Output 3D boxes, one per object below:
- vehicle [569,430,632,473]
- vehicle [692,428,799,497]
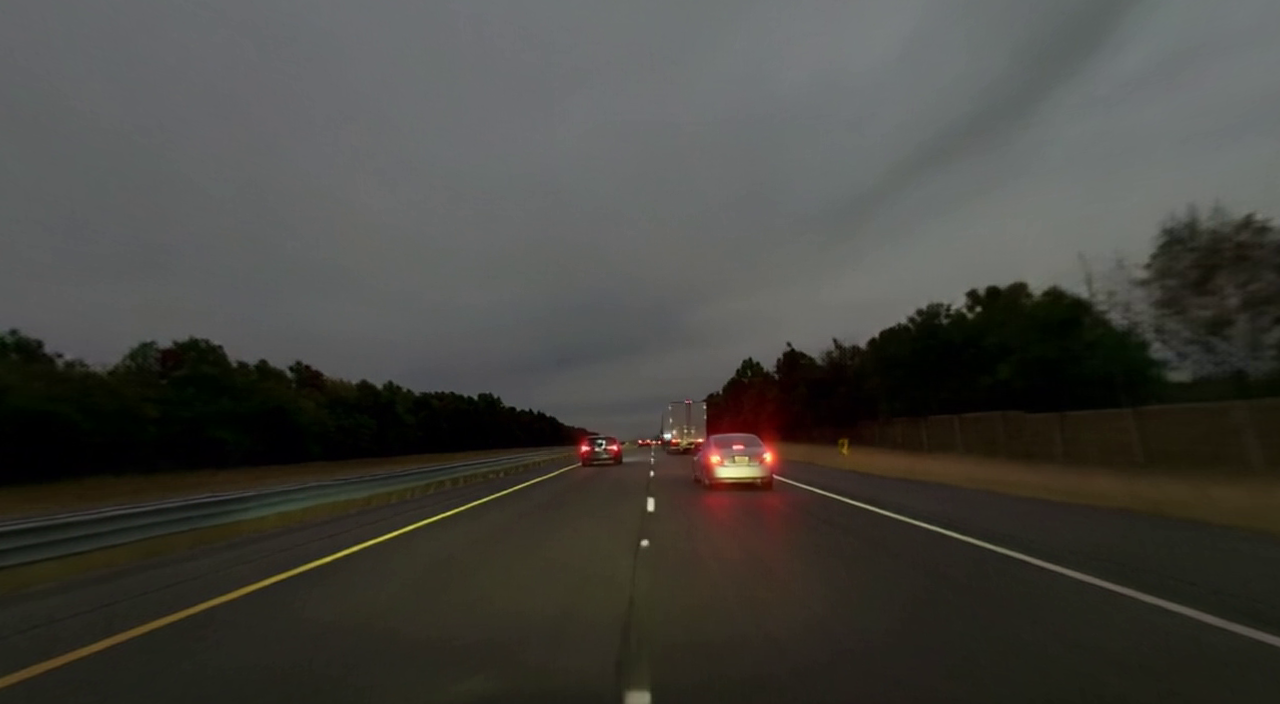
[{"bbox_3d":[-1.537,4.119,26.429,2.192,1.623,4.887,0,-8,2],"label":"vehicle"},{"bbox_3d":[2.548,2.782,16.366,2.072,1.534,4.300,0,-8,1],"label":"vehicle"}]
